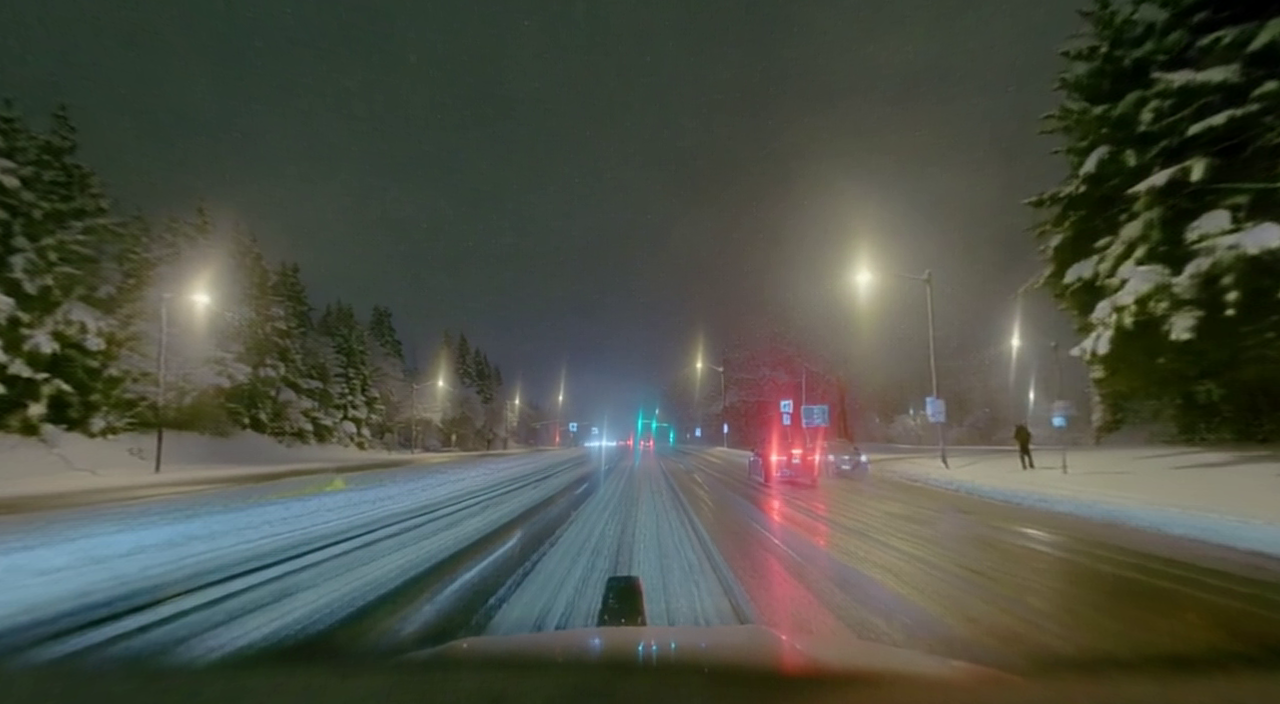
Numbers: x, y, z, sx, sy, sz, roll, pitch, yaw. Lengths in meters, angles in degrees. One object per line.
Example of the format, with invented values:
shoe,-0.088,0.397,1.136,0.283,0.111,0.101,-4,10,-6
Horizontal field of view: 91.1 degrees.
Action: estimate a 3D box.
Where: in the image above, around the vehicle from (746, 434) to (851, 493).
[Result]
vehicle,4.530,3.256,18.649,1.913,1.516,4.322,0,-9,-1
